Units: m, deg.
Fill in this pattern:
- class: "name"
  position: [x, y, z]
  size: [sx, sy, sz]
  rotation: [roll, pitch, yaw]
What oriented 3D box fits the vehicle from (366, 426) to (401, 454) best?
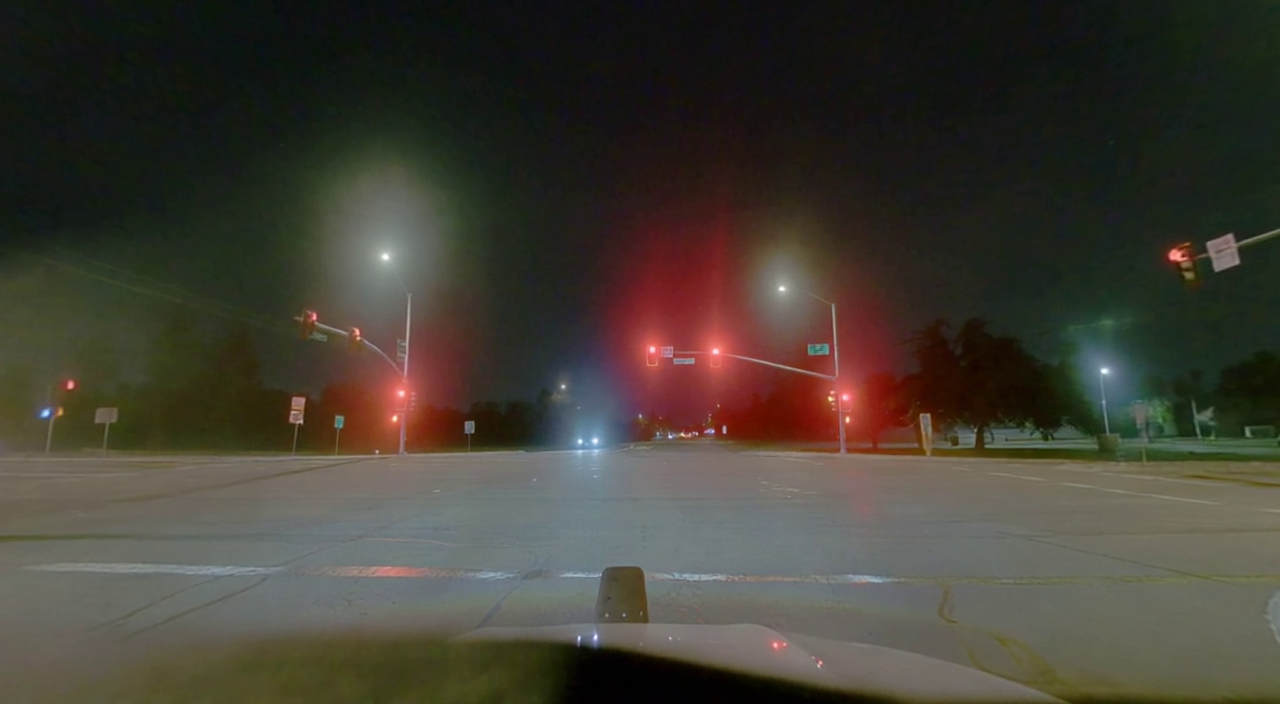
- class: "vehicle"
  position: [-20.007, 6.867, 48.887]
  size: [1.873, 2.079, 2.879]
  rotation: [5, -10, -33]
